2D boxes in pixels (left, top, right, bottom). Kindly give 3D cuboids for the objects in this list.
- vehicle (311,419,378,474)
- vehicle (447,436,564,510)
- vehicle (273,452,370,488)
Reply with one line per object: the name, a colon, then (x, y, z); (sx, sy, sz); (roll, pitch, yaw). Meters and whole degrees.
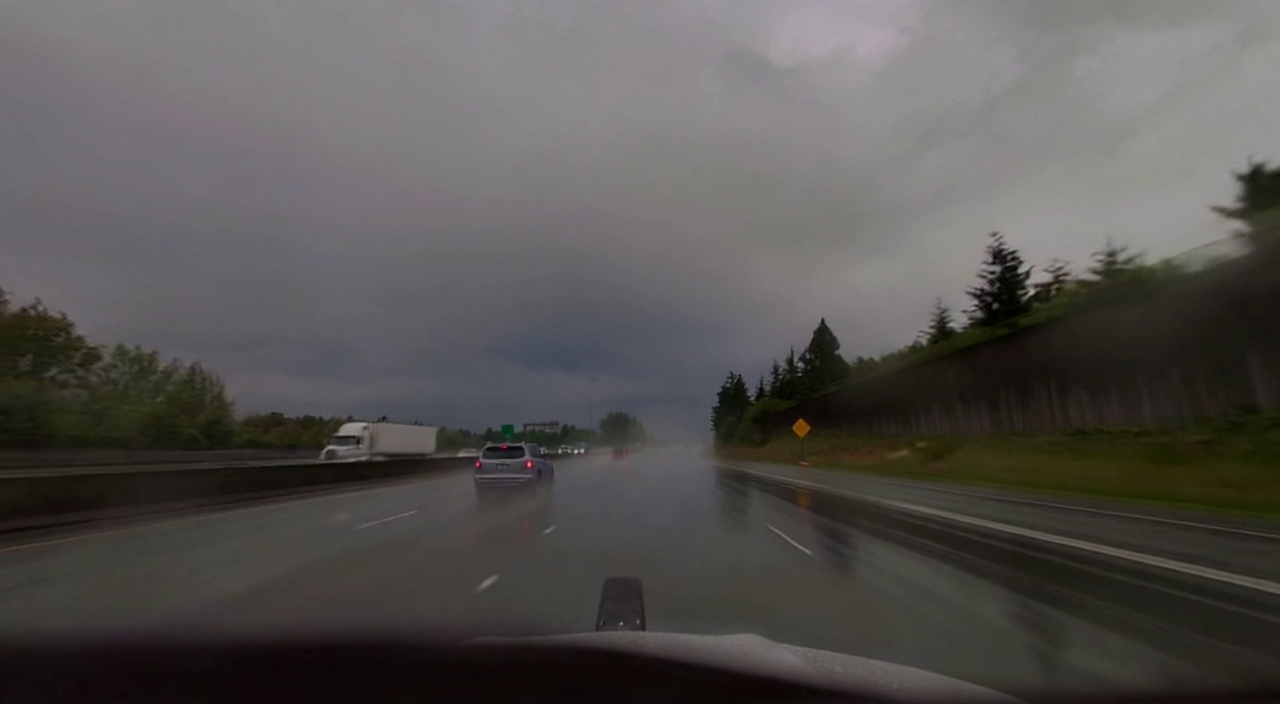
vehicle: (-22.226, 7.118, 47.672); (2.979, 3.977, 3.790); (0, -8, 2)
vehicle: (-3.250, 3.008, 16.190); (2.016, 1.623, 4.126); (0, -8, 1)
vehicle: (-14.365, 5.322, 28.793); (1.906, 1.458, 4.581); (0, -8, 2)
